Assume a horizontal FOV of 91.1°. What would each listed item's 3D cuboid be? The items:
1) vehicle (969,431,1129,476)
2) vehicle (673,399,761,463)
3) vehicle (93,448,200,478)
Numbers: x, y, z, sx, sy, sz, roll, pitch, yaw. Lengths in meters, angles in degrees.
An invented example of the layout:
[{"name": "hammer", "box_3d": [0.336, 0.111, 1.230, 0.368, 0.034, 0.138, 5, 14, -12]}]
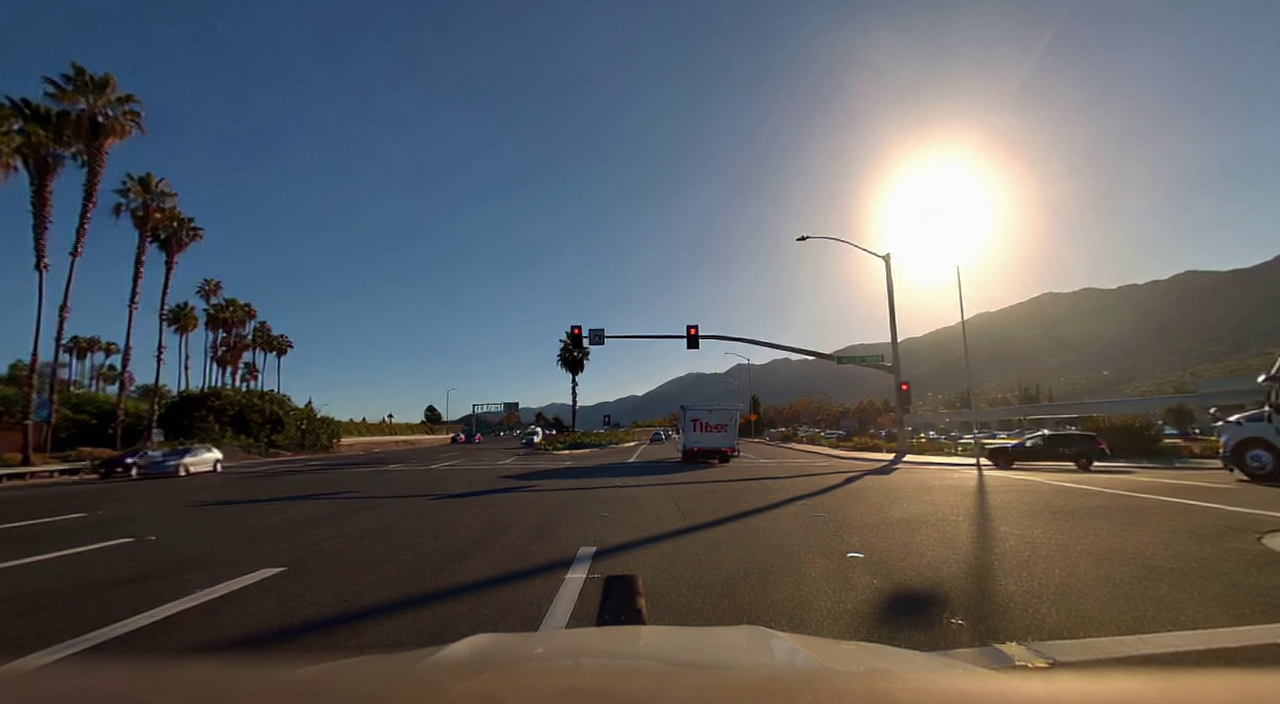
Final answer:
[{"name": "vehicle", "box_3d": [14.471, 3.622, 22.591, 4.508, 1.493, 1.907, -4, -9, 25]}, {"name": "vehicle", "box_3d": [4.383, 4.813, 37.700, 3.237, 3.414, 7.088, 2, -9, -10]}, {"name": "vehicle", "box_3d": [-26.230, 5.901, 33.607, 1.868, 1.469, 4.746, 0, -9, 1]}]
